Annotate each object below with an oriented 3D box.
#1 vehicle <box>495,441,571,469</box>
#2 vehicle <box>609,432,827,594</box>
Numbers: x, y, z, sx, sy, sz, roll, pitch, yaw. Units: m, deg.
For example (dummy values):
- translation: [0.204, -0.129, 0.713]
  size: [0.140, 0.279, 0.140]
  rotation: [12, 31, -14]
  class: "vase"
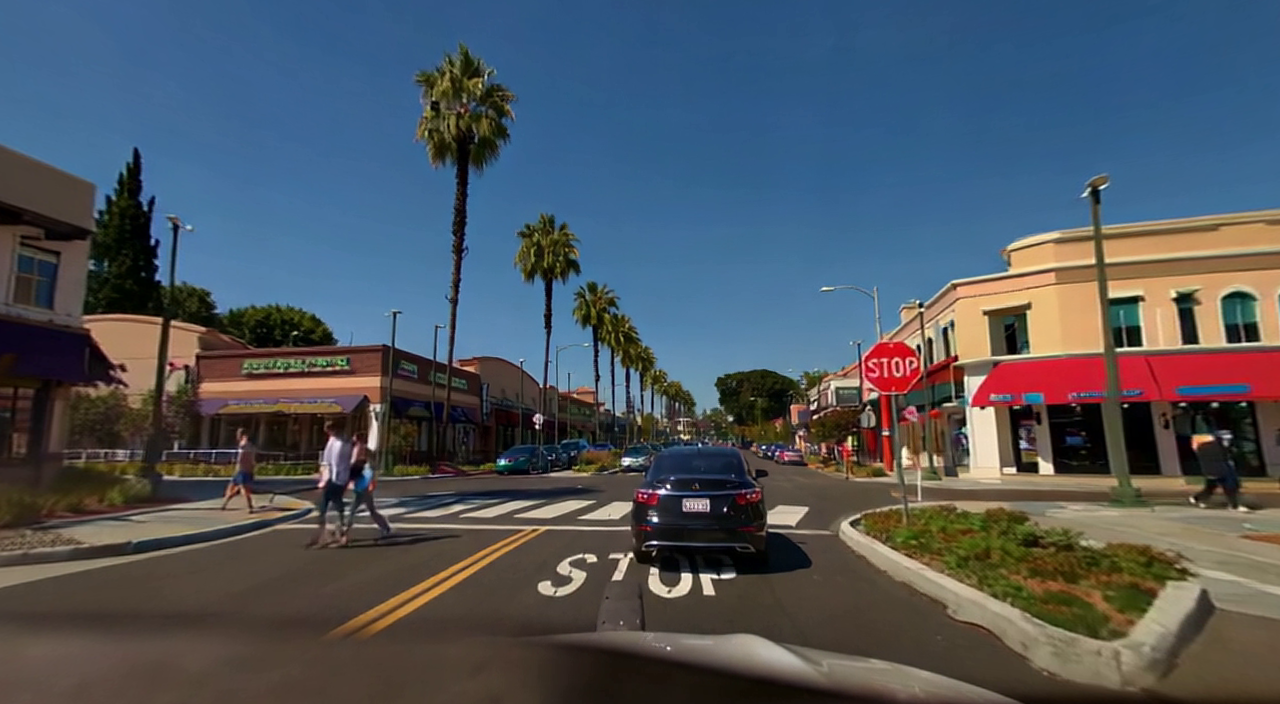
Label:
- translation: [-7.006, 6.747, 41.465]
  size: [4.529, 1.682, 1.895]
  rotation: [6, -11, -37]
  class: "vehicle"
- translation: [0.899, 1.813, 7.984]
  size: [2.031, 1.479, 3.969]
  rotation: [-1, -9, 5]
  class: "vehicle"
